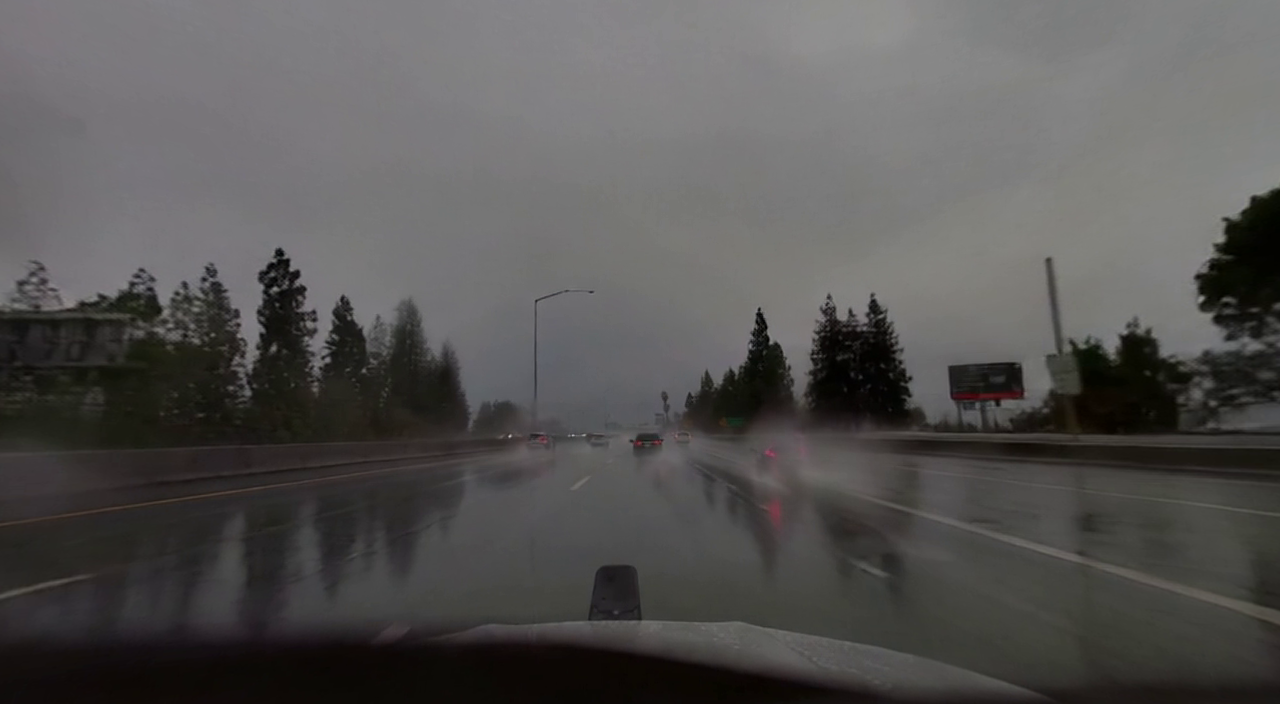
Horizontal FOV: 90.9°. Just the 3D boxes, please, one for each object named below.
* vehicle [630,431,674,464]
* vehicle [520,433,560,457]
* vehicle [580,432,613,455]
[{"bbox_3d":[0.601,5.152,34.460,2.240,1.646,4.949,0,-8,0],"label":"vehicle"},{"bbox_3d":[-6.943,6.490,44.148,2.009,1.537,4.449,0,-8,0],"label":"vehicle"},{"bbox_3d":[-3.104,6.649,45.974,2.103,1.512,4.155,0,-8,1],"label":"vehicle"}]
